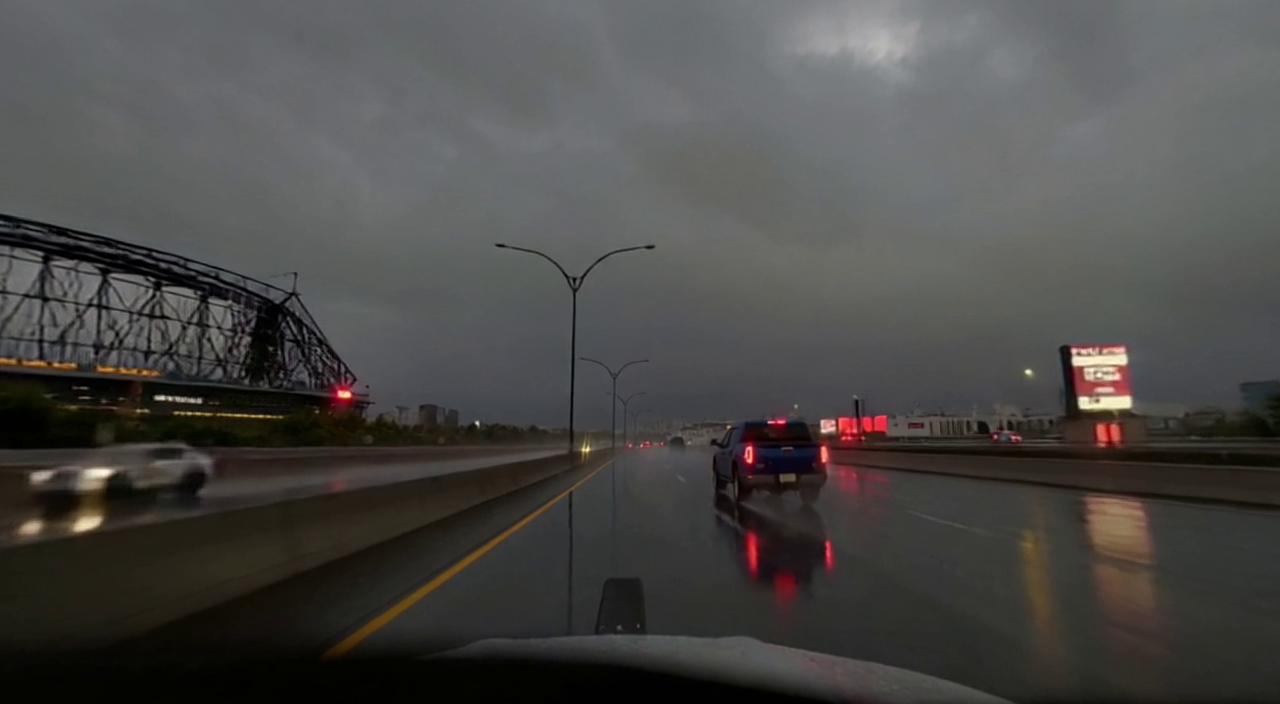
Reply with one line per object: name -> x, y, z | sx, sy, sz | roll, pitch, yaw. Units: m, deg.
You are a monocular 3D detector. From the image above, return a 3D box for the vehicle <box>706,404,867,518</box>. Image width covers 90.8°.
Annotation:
vehicle -> 2.859, 2.294, 13.745 | 2.199, 2.002, 4.970 | 0, -8, -1

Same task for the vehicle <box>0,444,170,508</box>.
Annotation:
vehicle -> -18.149, 3.903, 20.488 | 2.021, 1.773, 4.909 | 0, -8, 0

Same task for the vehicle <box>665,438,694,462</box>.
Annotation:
vehicle -> 2.993, 7.580, 49.145 | 1.973, 1.774, 4.092 | 0, -8, 0
